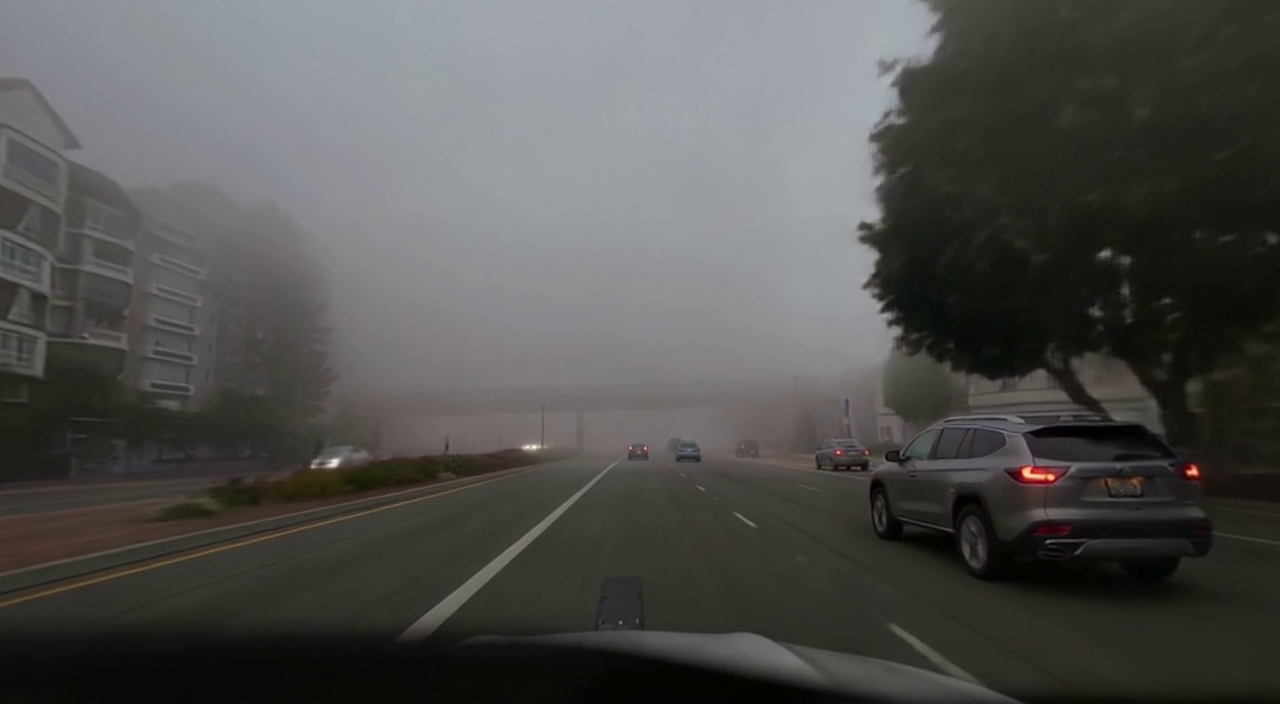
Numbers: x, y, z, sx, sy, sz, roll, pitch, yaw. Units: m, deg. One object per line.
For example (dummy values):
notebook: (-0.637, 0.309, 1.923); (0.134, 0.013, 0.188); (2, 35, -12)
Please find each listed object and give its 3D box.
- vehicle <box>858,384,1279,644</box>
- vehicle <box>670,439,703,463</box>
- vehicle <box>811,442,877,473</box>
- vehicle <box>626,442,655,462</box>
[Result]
vehicle: (4.175, 1.424, 6.642); (2.130, 1.741, 4.665); (0, -8, 1)
vehicle: (3.482, 7.483, 47.904); (2.165, 1.708, 3.928); (0, -8, 0)
vehicle: (10.296, 5.327, 32.157); (1.888, 1.468, 4.175); (0, -8, -1)
vehicle: (0.039, 7.878, 49.876); (2.173, 1.498, 4.528); (0, -8, 0)
